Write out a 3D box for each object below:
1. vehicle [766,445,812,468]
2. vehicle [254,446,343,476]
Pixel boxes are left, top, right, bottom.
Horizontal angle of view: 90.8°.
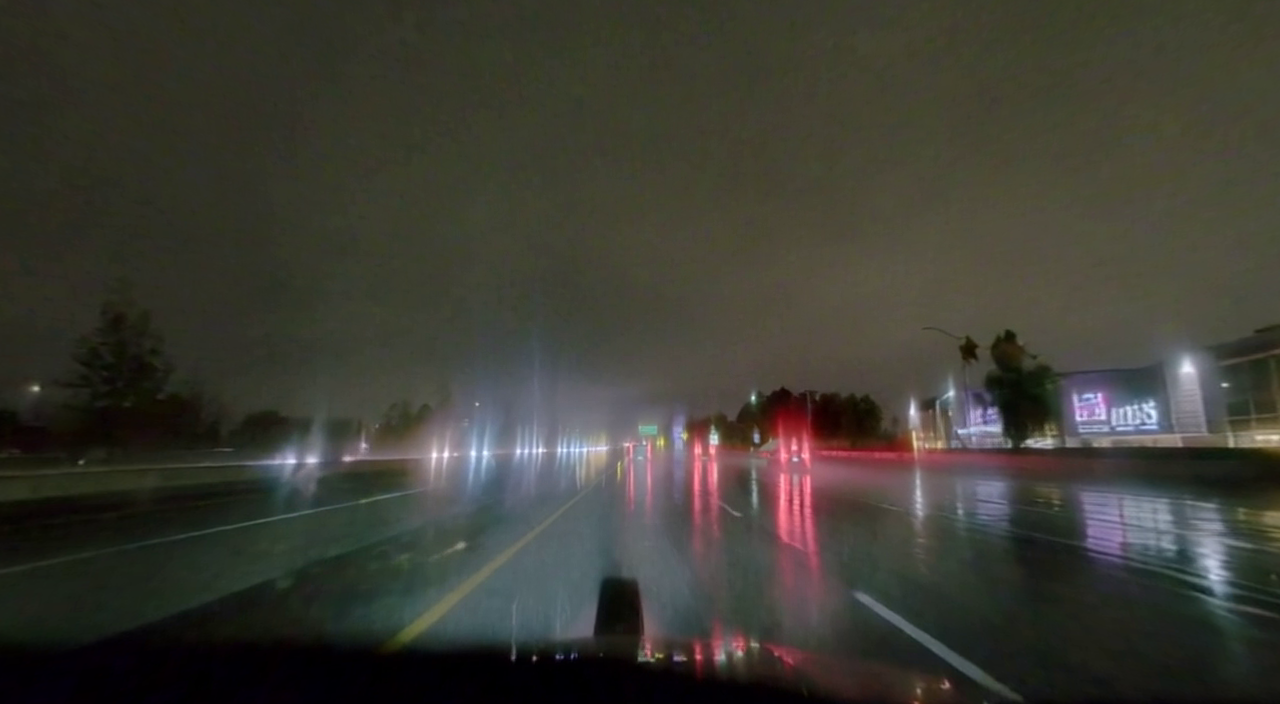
[{"bbox_3d":[10.269,7.246,43.968,1.953,1.473,4.512,0,-8,-2],"label":"vehicle"},{"bbox_3d":[-20.449,6.527,38.193,2.347,1.680,5.524,0,-8,0],"label":"vehicle"}]
